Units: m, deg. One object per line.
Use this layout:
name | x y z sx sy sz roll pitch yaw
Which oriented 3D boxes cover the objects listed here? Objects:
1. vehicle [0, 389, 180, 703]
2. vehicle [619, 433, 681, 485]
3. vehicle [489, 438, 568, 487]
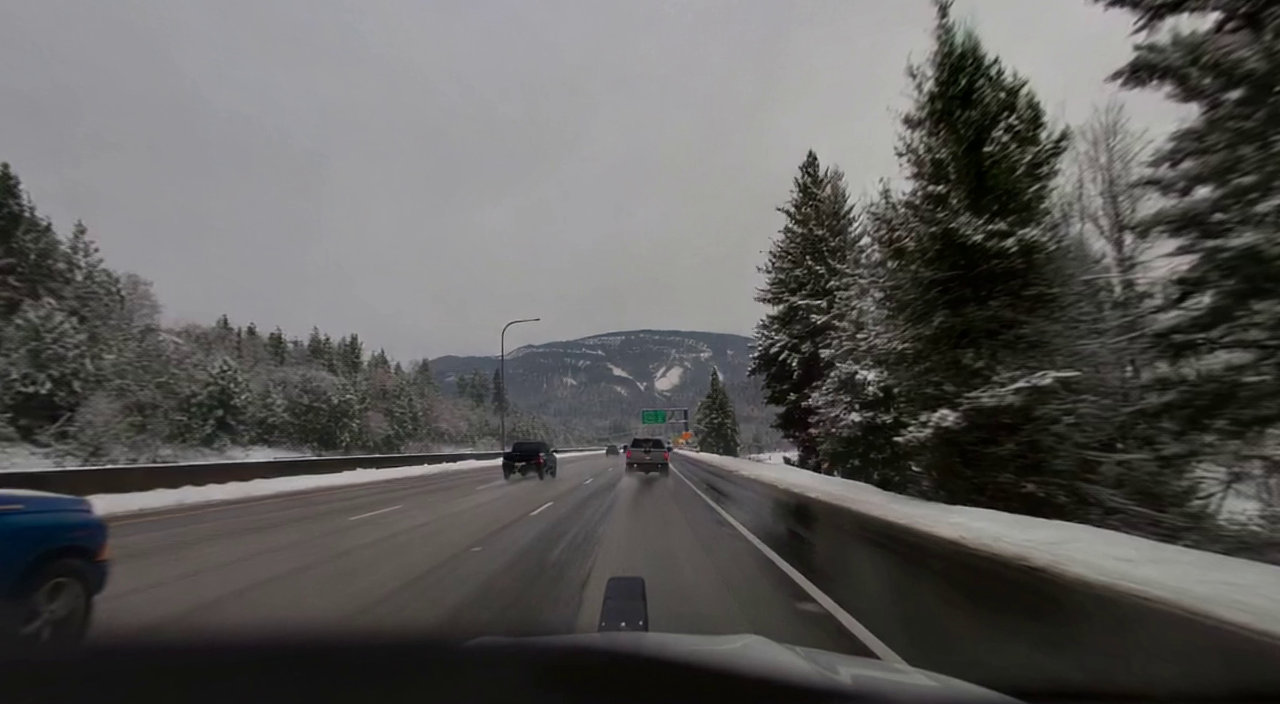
vehicle | -4.024 0.846 2.030 1.959 1.604 4.065 0 -9 0
vehicle | 0.369 4.223 25.317 2.229 1.837 5.387 0 -8 0
vehicle | -4.027 4.052 23.465 2.106 1.651 4.040 -1 -9 1
